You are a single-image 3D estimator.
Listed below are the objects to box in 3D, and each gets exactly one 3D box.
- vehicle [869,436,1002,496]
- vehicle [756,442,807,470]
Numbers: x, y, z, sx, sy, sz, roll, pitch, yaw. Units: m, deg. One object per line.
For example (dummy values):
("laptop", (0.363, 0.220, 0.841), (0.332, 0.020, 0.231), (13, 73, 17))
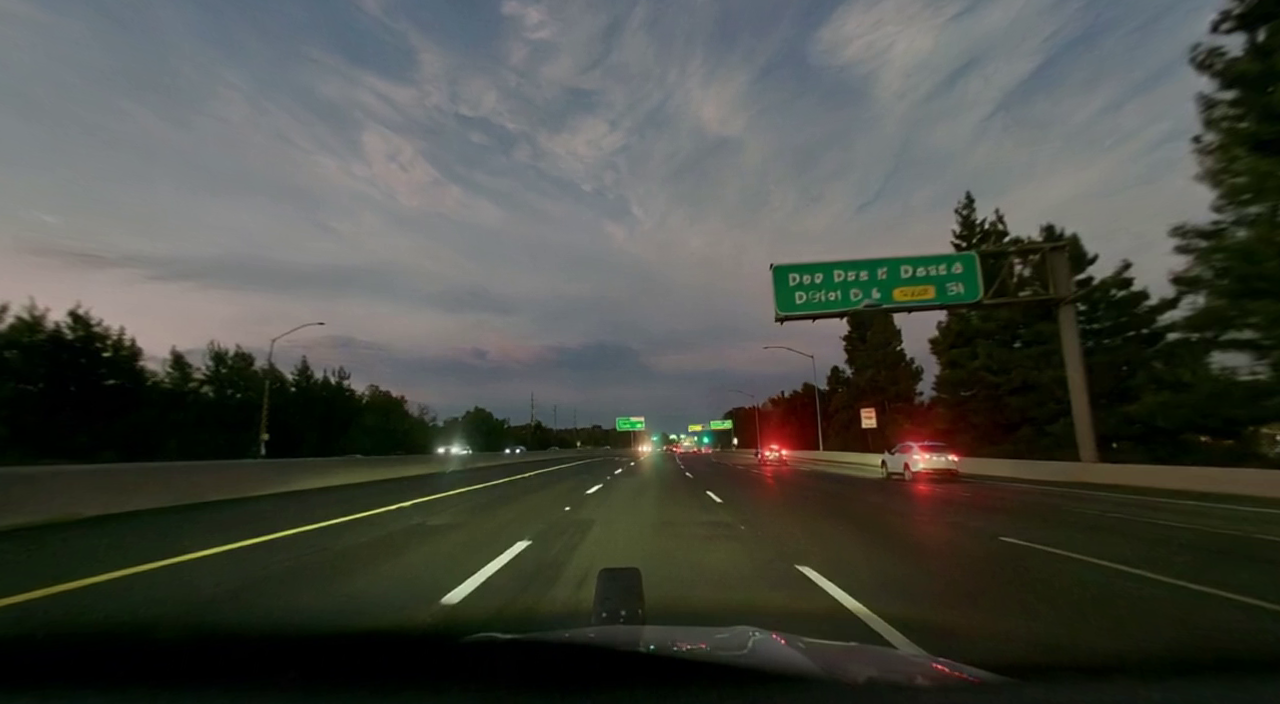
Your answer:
("vehicle", (8.936, 3.474, 19.637), (2.090, 1.643, 4.513), (0, -9, 3))
("vehicle", (8.090, 5.966, 36.506), (1.861, 1.500, 4.860), (0, -9, 0))
